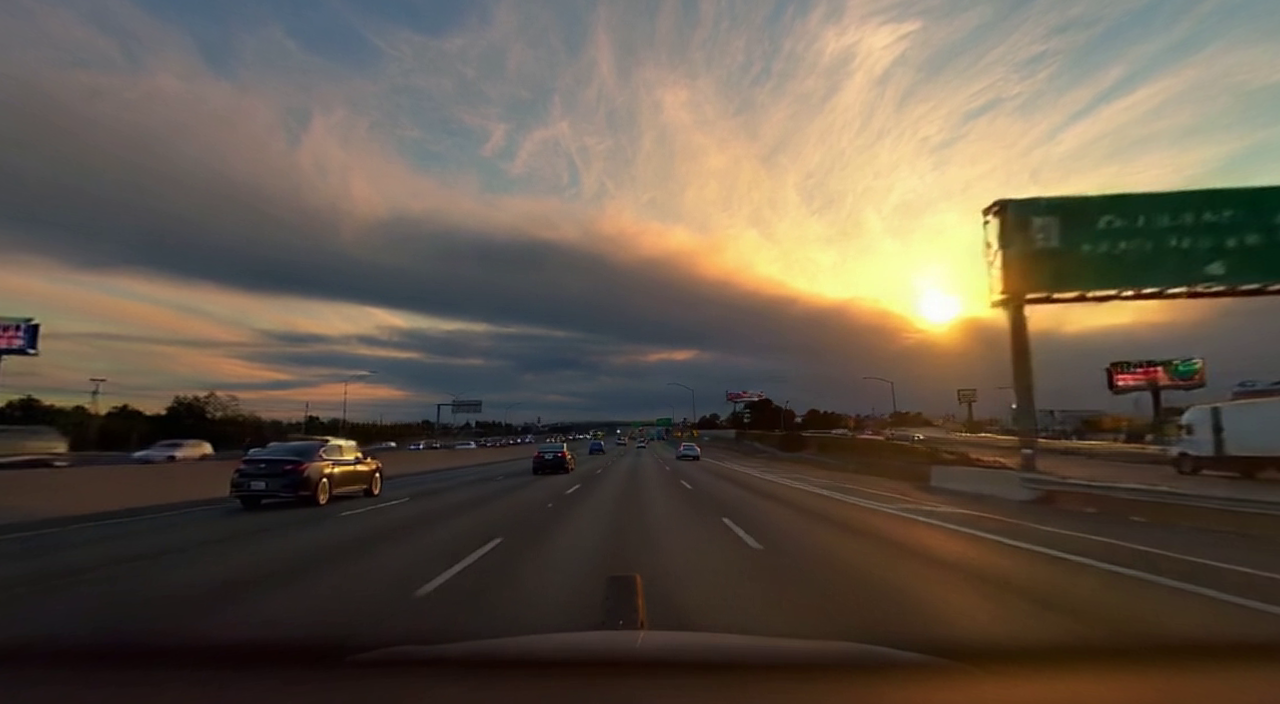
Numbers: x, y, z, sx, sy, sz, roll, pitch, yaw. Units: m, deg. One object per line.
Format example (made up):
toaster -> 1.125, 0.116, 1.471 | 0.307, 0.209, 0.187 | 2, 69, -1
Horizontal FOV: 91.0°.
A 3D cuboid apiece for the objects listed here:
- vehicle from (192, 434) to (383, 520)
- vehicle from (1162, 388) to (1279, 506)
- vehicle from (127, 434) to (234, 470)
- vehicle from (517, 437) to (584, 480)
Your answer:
vehicle -> -7.190, 2.557, 13.342 | 1.865, 1.518, 3.620 | 1, -9, 1
vehicle -> 21.081, 3.004, 19.718 | 2.958, 3.538, 8.761 | -1, -9, 9
vehicle -> -23.051, 5.039, 31.840 | 1.946, 1.682, 4.480 | 1, -9, 0
vehicle -> -3.477, 4.234, 25.241 | 2.001, 1.577, 4.055 | 1, -9, 1
